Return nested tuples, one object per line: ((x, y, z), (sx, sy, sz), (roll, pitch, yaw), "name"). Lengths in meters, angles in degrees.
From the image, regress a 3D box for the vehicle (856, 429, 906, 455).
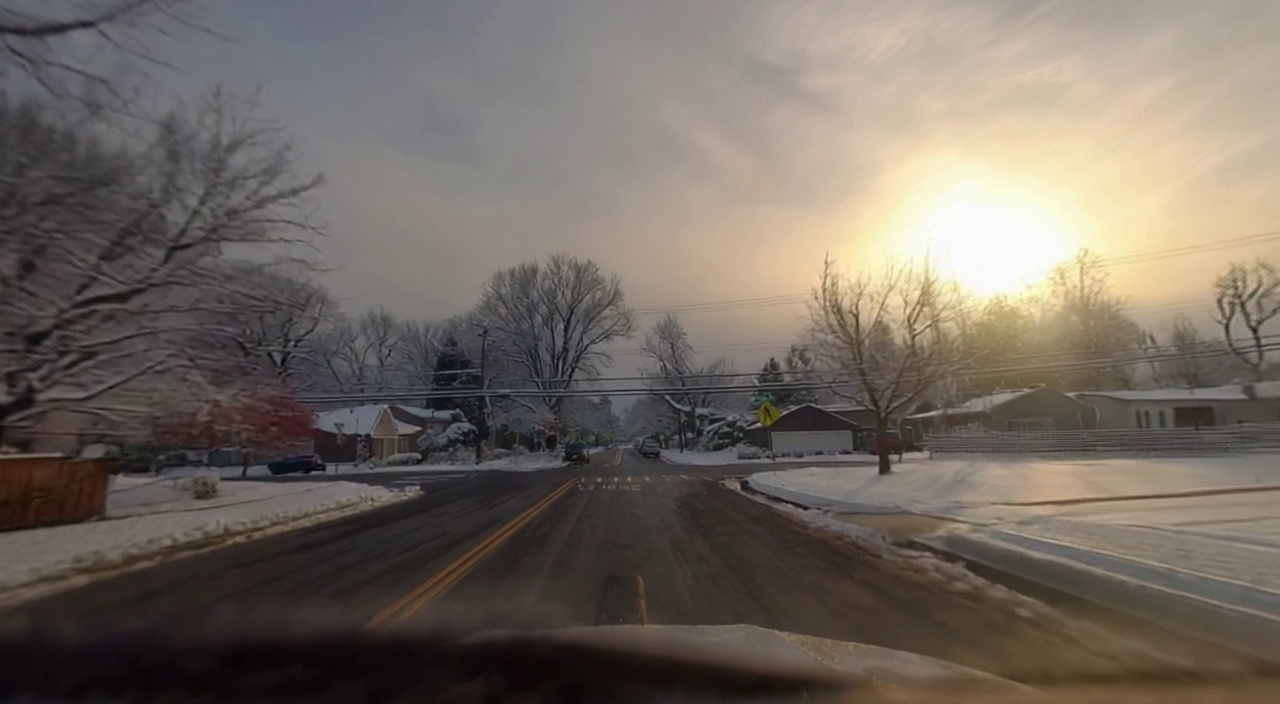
((18.156, 6.747, 47.771), (2.001, 1.750, 4.673), (0, -6, 1), "vehicle")

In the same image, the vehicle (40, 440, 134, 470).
((-37.265, 6.924, 42.770), (2.016, 1.908, 4.814), (0, -9, -1), "vehicle")
